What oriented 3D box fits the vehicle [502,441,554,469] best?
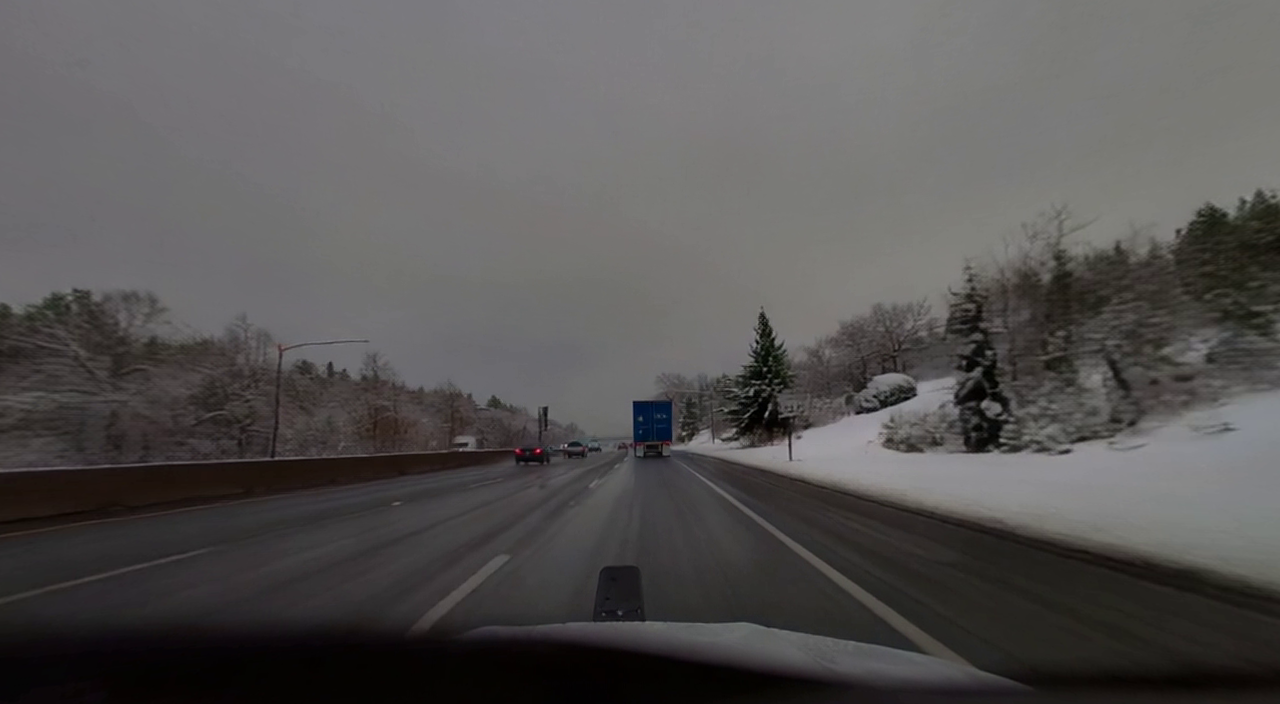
[{"bbox_3d":[-6.343,5.889,36.268,2.017,1.517,4.766,0,-8,1],"label":"vehicle"}]
